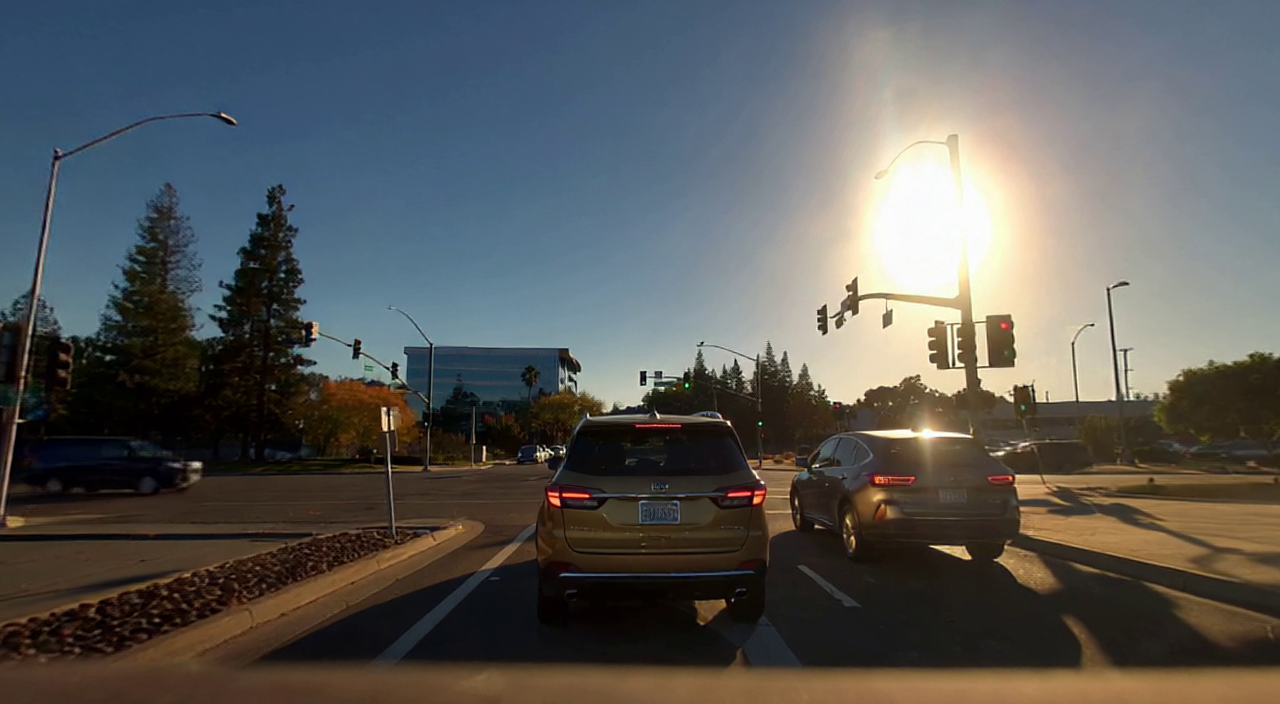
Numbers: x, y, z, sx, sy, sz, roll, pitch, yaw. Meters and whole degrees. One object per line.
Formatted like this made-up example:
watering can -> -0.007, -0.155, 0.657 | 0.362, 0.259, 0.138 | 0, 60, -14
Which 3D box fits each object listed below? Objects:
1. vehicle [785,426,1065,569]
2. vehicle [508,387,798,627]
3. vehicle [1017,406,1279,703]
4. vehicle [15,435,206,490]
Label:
vehicle -> 3.520, 1.858, 8.861 | 1.861, 1.495, 4.215 | 0, -8, -1
vehicle -> 0.098, 1.494, 7.062 | 2.170, 1.793, 4.468 | 0, -8, 0
vehicle -> 3.166, 0.815, 1.429 | 1.924, 1.466, 4.461 | 0, -8, 1
vehicle -> -18.249, 3.795, 21.972 | 4.687, 1.791, 2.044 | 0, -8, 0
